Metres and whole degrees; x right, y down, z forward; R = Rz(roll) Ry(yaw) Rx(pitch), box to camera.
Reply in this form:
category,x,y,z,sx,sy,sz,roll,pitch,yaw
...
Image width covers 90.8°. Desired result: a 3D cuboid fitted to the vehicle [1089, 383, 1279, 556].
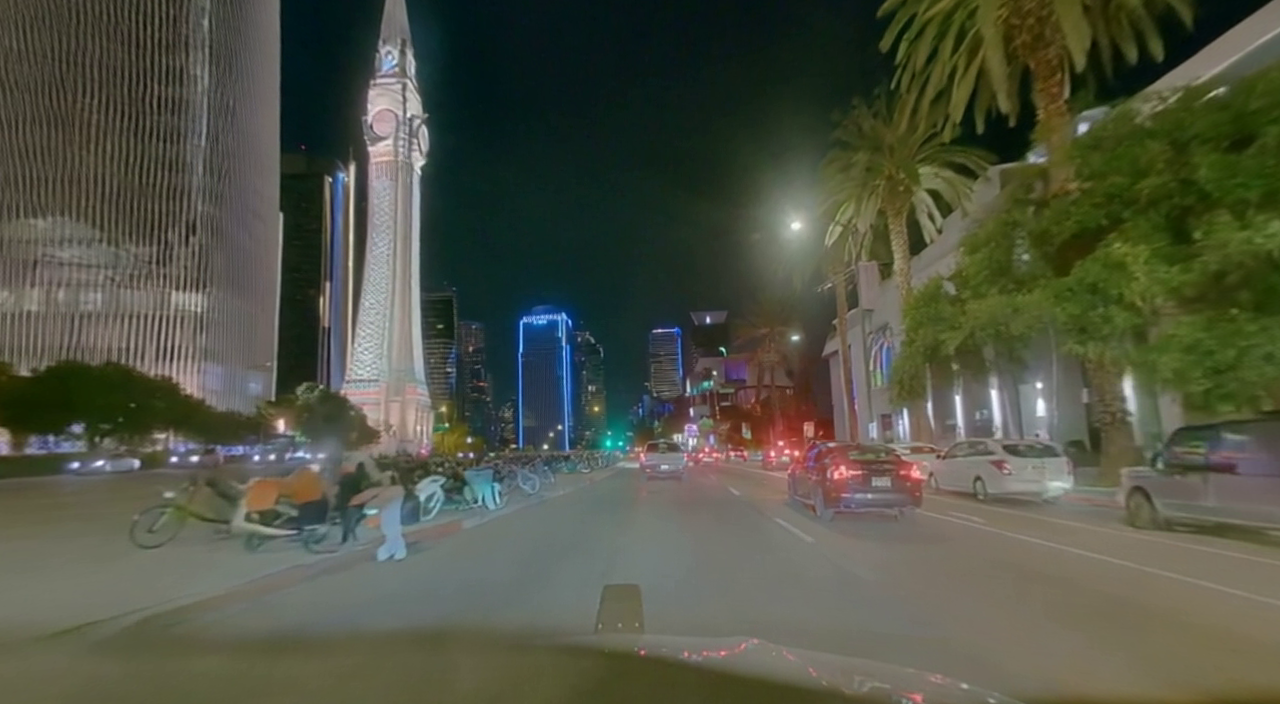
category,x,y,z,sx,sy,sz,roll,pitch,yaw
vehicle,9.145,1.597,8.752,2.093,2.154,5.193,-1,-9,2

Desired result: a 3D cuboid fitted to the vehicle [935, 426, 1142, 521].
category,x,y,z,sx,sy,sz,roll,pitch,yaw
vehicle,9.401,2.880,15.565,2.041,1.941,4.884,-1,-9,3

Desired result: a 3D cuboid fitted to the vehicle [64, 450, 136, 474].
category,x,y,z,sx,sy,sz,roll,pitch,yaw
vehicle,-41.650,8.444,48.884,2.006,1.732,4.736,1,-9,-10

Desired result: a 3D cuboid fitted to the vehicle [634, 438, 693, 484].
category,x,y,z,sx,sy,sz,roll,pitch,yaw
vehicle,0.887,4.209,24.609,2.111,1.605,3.832,0,-9,1

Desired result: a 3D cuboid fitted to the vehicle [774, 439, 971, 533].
category,x,y,z,sx,sy,sz,roll,pitch,yaw
vehicle,4.278,2.530,12.630,2.116,1.500,4.702,0,-9,0

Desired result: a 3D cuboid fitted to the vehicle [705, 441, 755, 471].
category,x,y,z,sx,sy,sz,roll,pitch,yaw
vehicle,5.113,5.990,36.489,1.981,1.572,4.718,0,-9,-2
